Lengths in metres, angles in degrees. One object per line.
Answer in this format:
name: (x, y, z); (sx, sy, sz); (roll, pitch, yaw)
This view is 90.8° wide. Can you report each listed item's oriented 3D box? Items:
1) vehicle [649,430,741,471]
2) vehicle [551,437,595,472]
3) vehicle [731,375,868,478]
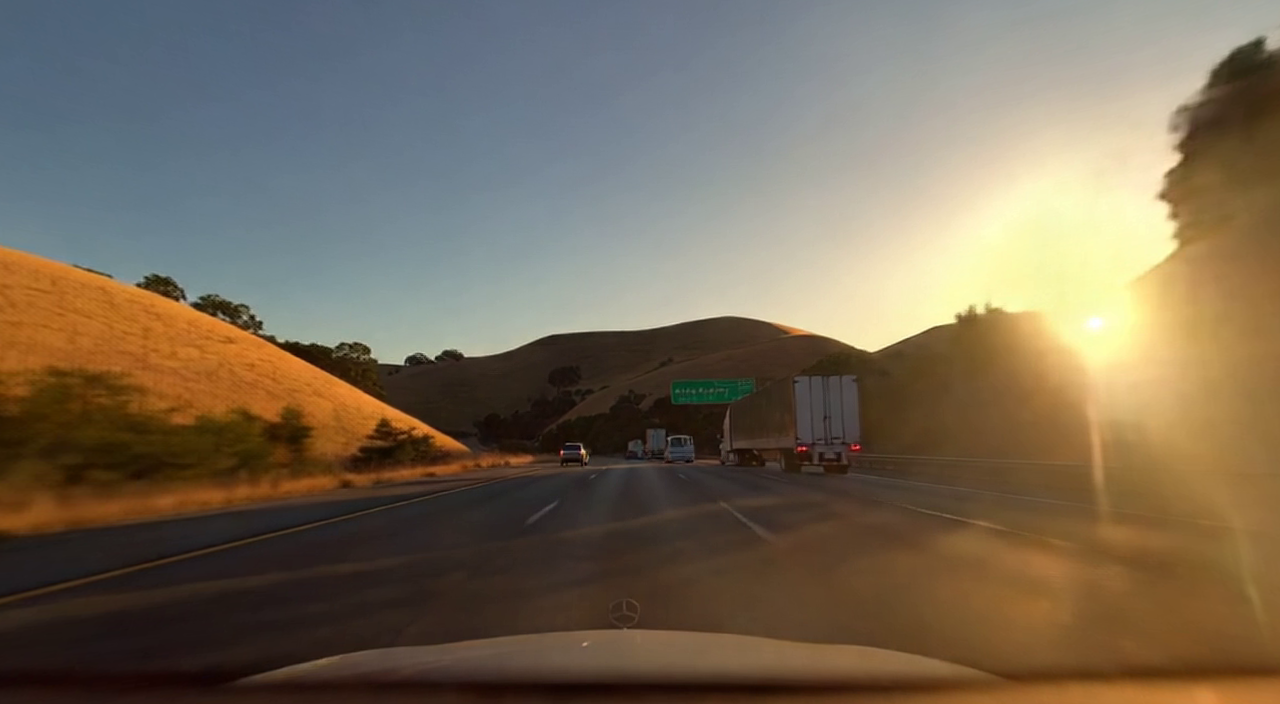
vehicle: (3.102, 5.709, 36.833); (5.075, 2.277, 2.365); (0, -9, -2)
vehicle: (-4.072, 6.298, 38.964); (2.193, 1.977, 4.759); (0, -9, 0)
vehicle: (7.669, 4.261, 33.948); (2.935, 4.187, 16.357); (0, -9, -1)
